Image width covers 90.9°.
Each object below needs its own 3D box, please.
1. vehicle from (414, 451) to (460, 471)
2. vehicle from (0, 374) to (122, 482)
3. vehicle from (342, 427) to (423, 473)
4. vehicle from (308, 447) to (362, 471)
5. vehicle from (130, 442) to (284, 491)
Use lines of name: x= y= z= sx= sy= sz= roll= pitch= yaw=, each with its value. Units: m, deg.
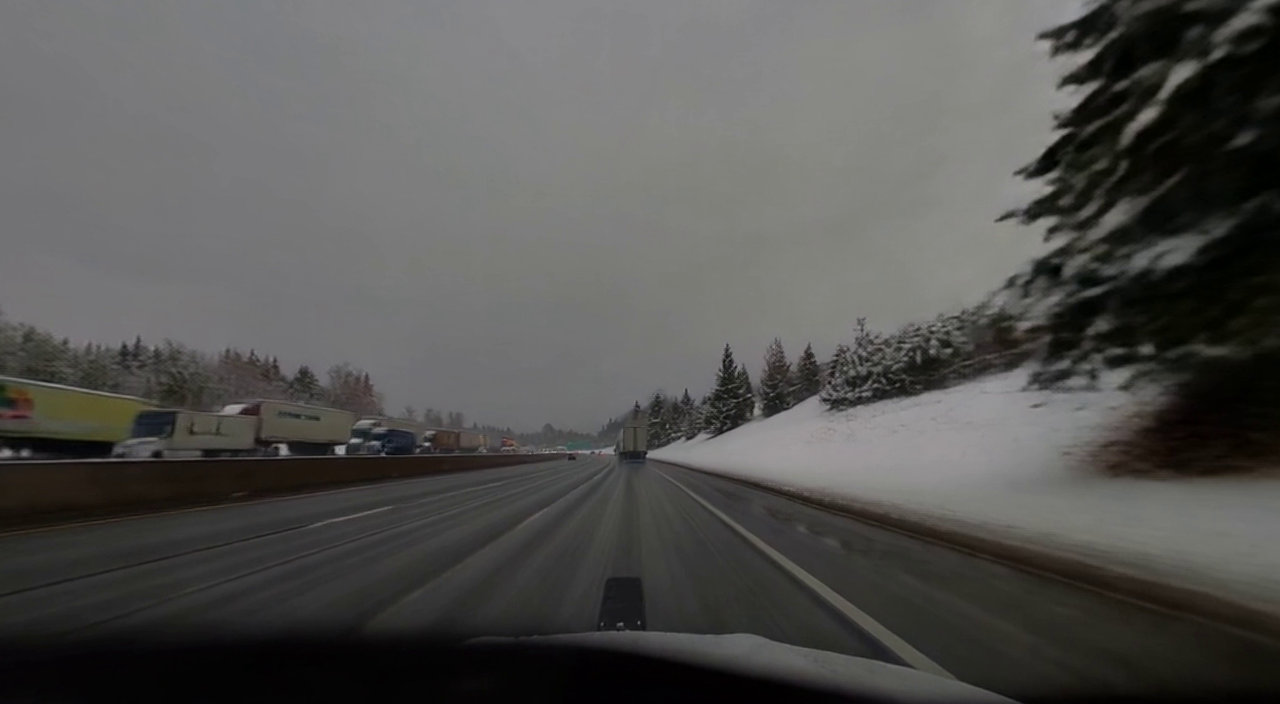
vehicle: x=-15.348 y=8.266 z=47.862 sx=1.863 sy=1.438 sz=4.669 roll=0 pitch=-9 yaw=0
vehicle: x=-23.781 y=2.628 z=21.809 sx=2.893 sy=3.701 sz=10.393 roll=0 pitch=-9 yaw=-1
vehicle: x=-14.973 y=5.766 z=37.094 sx=2.382 sy=2.437 sz=5.706 roll=0 pitch=-9 yaw=-1
vehicle: x=-19.552 y=6.864 z=40.558 sx=1.651 sy=1.481 sz=3.625 roll=0 pitch=-9 yaw=0
vehicle: x=-14.588 y=3.890 z=21.655 sx=1.935 sy=1.486 sz=4.694 roll=0 pitch=-9 yaw=0
